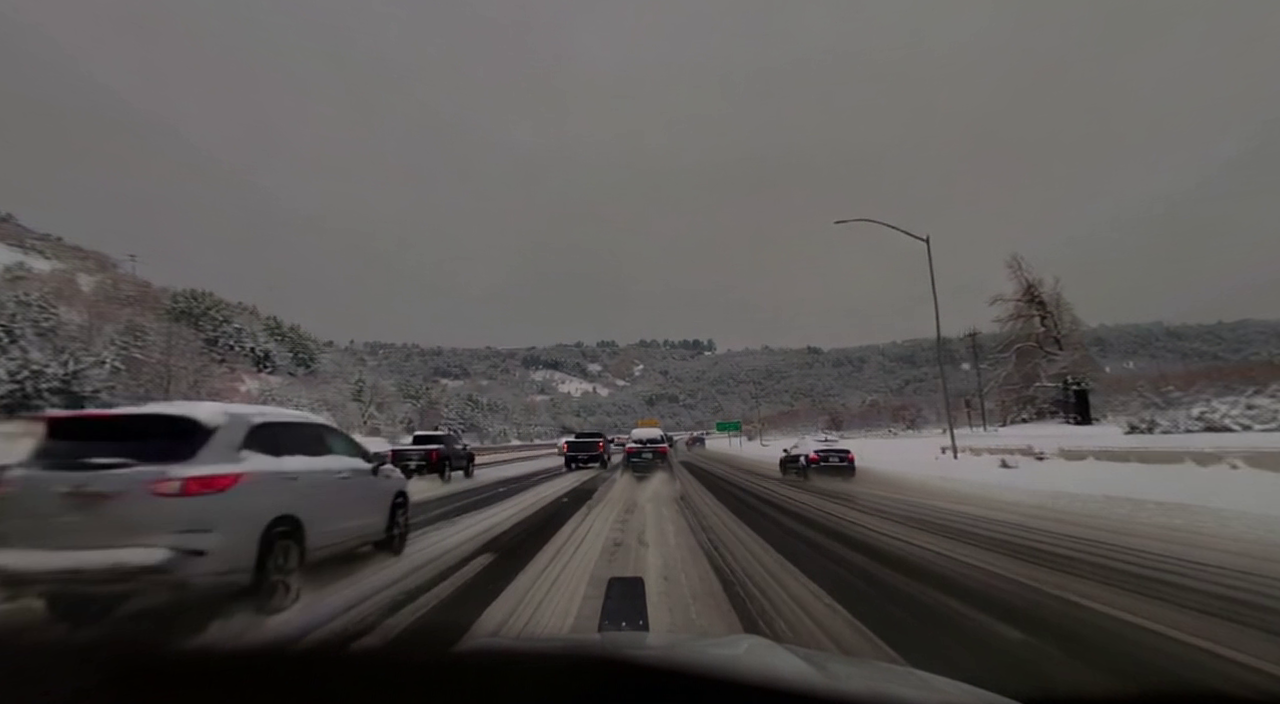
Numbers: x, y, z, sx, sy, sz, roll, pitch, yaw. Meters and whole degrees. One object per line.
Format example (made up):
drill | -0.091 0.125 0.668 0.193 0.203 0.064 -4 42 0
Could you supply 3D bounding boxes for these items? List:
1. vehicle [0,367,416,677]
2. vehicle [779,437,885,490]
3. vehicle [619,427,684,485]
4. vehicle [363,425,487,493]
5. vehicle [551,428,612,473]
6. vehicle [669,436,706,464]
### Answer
vehicle | -4.190 1.347 6.234 2.160 1.799 5.001 0 -8 -1
vehicle | 5.950 3.497 20.163 1.998 1.456 4.338 0 -8 0
vehicle | 0.419 3.594 22.082 2.052 1.808 3.898 -1 -8 2
vehicle | -6.364 3.218 19.345 2.036 1.813 4.564 -1 -8 2
vehicle | -2.731 4.811 30.968 2.316 1.999 5.765 0 -8 1
vehicle | 3.093 6.483 41.874 2.067 1.775 4.372 0 -8 -1
